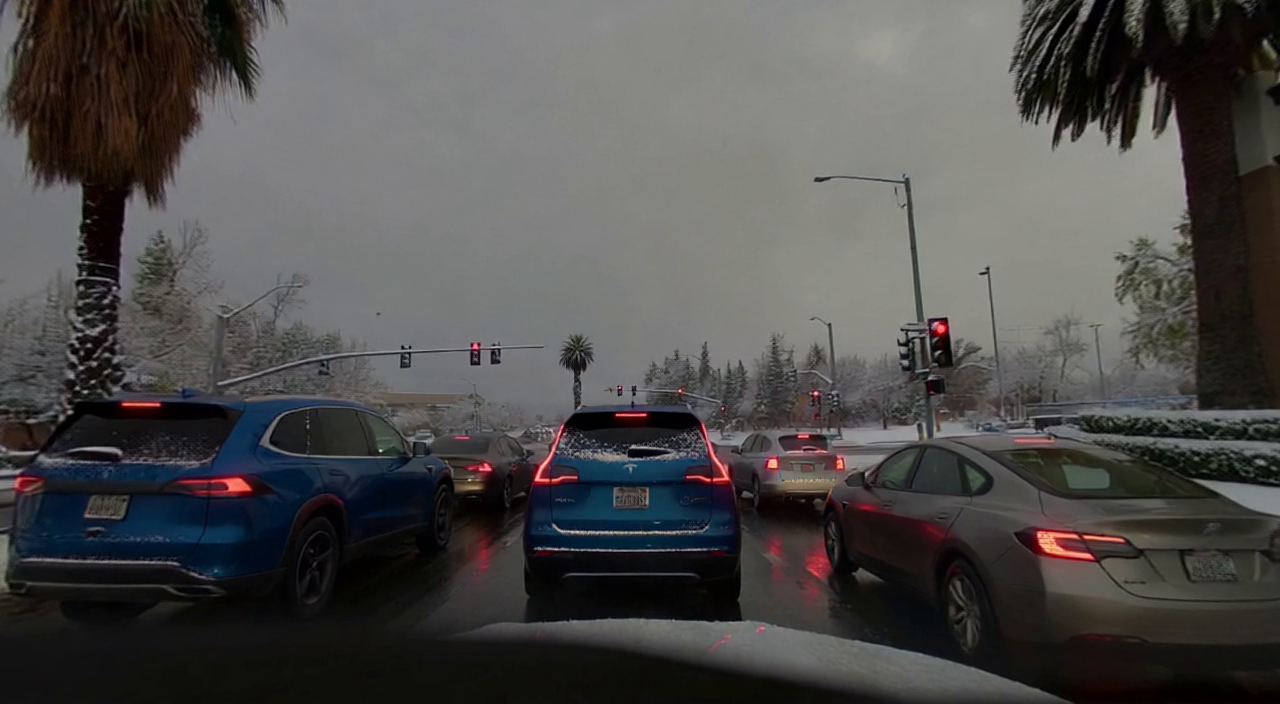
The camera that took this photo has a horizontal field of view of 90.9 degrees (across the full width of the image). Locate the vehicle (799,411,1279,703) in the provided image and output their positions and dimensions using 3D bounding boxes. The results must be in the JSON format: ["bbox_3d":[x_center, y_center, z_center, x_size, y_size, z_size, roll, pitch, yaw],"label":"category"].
[{"bbox_3d":[2.966,1.367,5.254,2.017,1.491,4.611,0,-8,-1],"label":"vehicle"}]

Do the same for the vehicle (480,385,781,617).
[{"bbox_3d":[-0.131,1.455,7.063,2.280,1.747,4.361,0,-8,-2],"label":"vehicle"}]

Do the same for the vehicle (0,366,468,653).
[{"bbox_3d":[-3.344,1.281,6.127,2.014,1.755,4.360,0,-8,1],"label":"vehicle"}]
